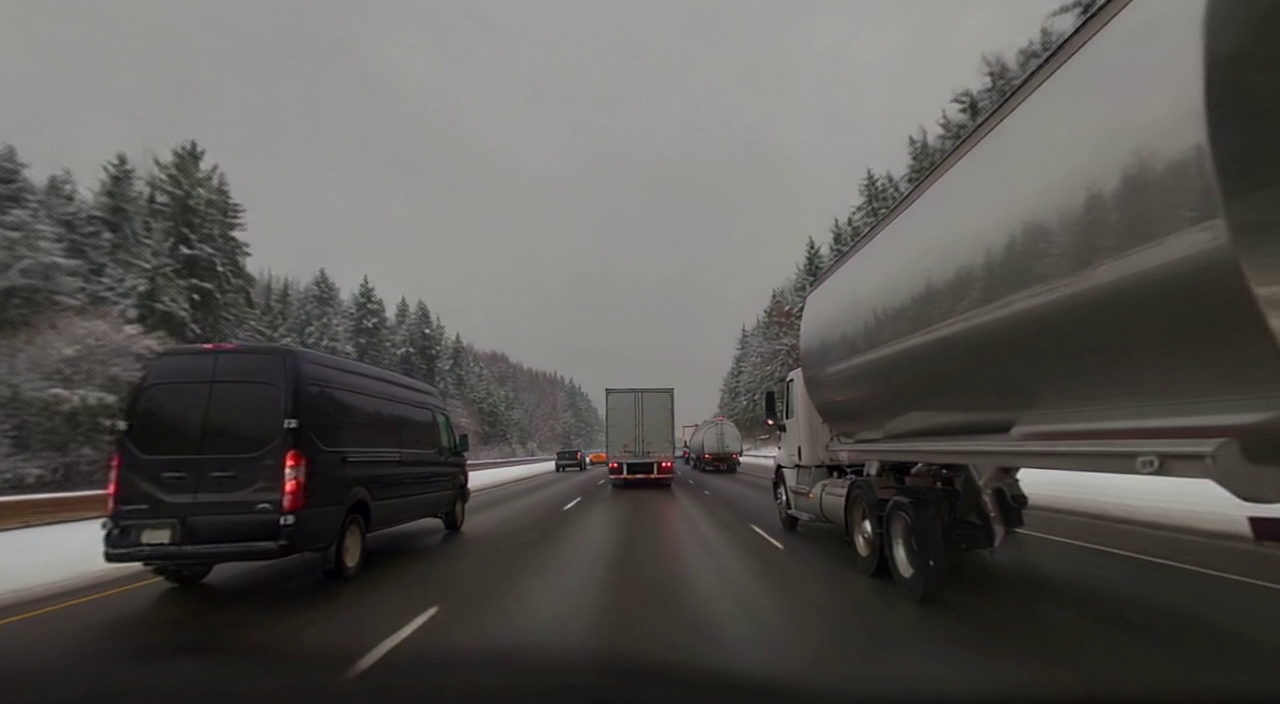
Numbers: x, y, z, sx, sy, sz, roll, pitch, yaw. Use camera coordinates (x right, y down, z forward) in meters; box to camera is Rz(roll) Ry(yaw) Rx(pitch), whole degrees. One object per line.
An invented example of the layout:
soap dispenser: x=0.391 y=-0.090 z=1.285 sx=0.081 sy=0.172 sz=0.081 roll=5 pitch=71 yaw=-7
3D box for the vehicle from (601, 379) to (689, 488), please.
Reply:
vehicle: x=0.098 y=3.296 z=24.661 sx=2.773 sy=3.455 sz=9.118 roll=0 pitch=-9 yaw=-1

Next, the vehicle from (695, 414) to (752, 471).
vehicle: x=5.688 y=6.493 z=44.967 sx=2.706 sy=3.500 sz=11.483 roll=0 pitch=-9 yaw=1

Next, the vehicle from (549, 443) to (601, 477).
vehicle: x=-3.390 y=5.766 z=33.923 sx=2.134 sy=1.652 sz=4.439 roll=0 pitch=-9 yaw=2

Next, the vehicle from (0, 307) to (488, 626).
vehicle: x=-4.110 y=1.365 z=8.288 sx=2.525 sy=2.572 sz=6.260 roll=0 pitch=-9 yaw=1

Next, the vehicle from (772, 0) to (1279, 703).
vehicle: x=4.393 y=0.326 z=7.329 sx=3.139 sy=4.152 sz=11.915 roll=0 pitch=-9 yaw=0
